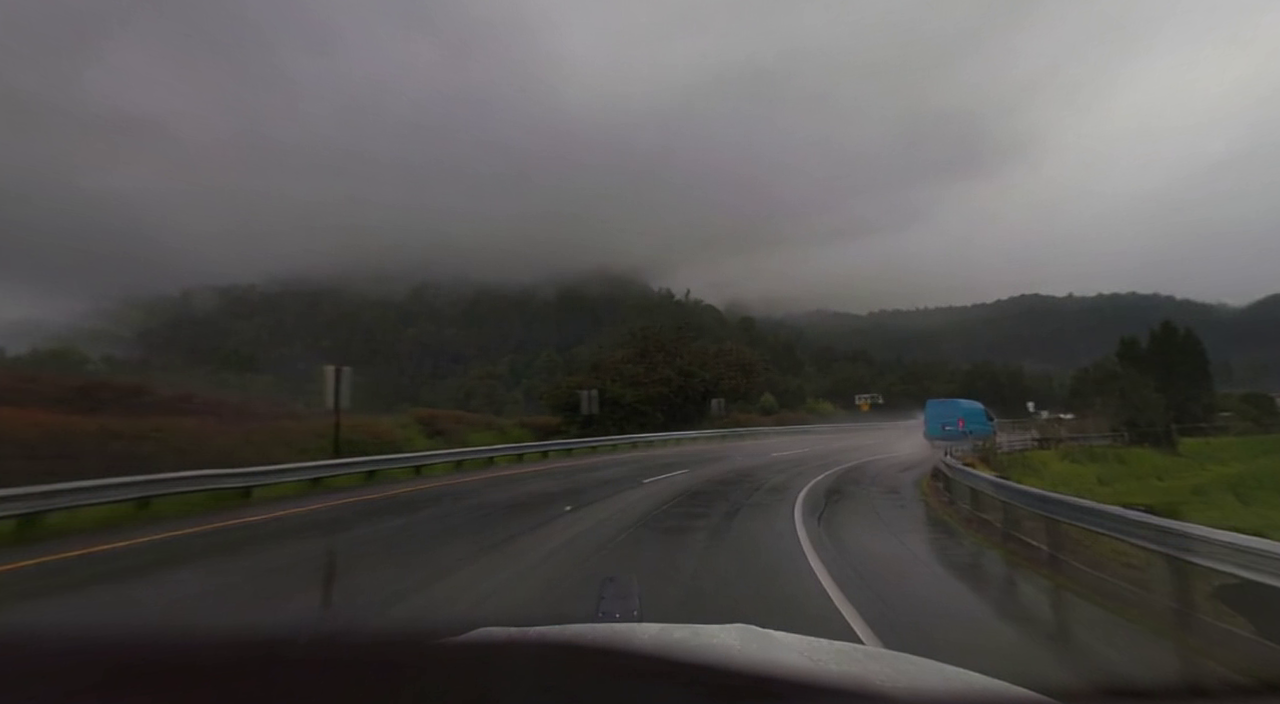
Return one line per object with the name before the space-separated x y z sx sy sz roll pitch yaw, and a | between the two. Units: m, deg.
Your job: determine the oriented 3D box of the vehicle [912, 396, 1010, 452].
vehicle | 16.166 3.654 31.618 5.330 2.577 2.352 6 -10 -39
